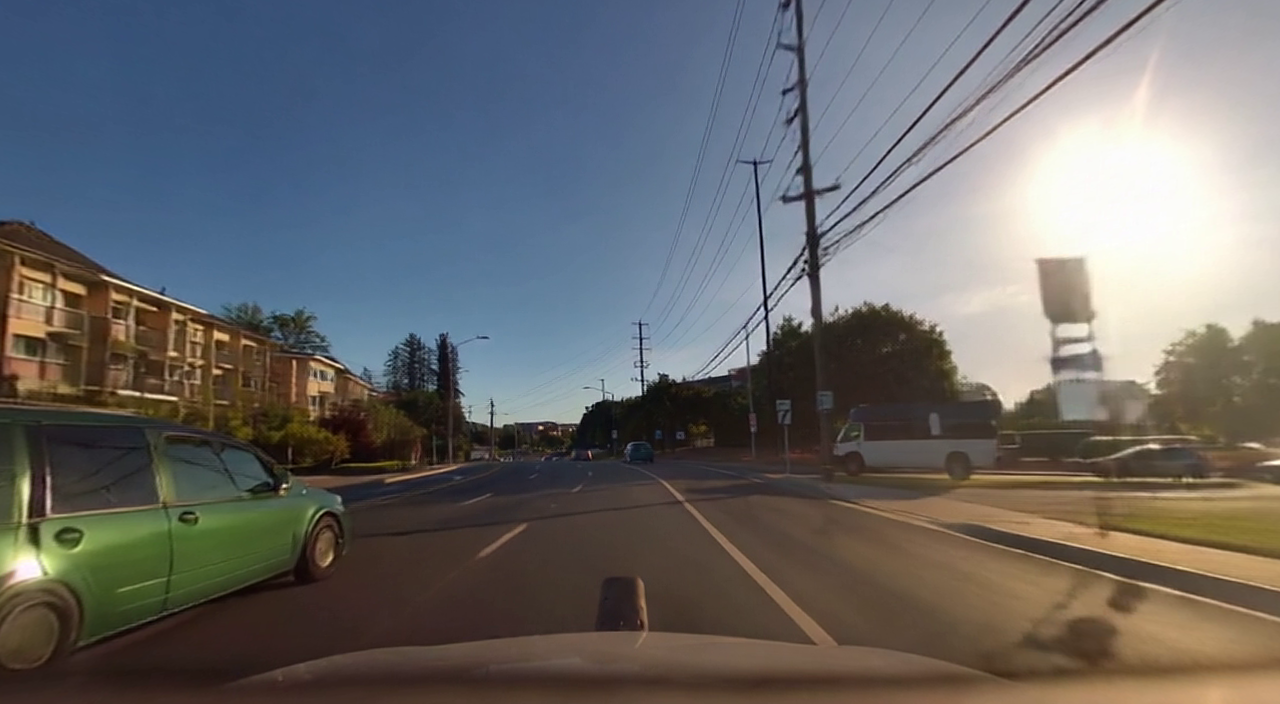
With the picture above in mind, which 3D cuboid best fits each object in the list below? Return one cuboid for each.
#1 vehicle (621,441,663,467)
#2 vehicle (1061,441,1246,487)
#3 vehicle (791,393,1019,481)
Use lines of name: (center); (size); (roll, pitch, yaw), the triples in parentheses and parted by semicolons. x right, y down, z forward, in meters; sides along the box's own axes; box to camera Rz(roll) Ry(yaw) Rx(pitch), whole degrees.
vehicle: (0.068, 6.294, 39.131); (2.015, 1.467, 4.117); (1, -9, -8)
vehicle: (17.274, 3.777, 21.540); (4.396, 1.447, 1.838); (-3, -9, 17)
vehicle: (10.391, 3.438, 25.206); (7.877, 3.013, 2.916); (-5, -10, 30)
